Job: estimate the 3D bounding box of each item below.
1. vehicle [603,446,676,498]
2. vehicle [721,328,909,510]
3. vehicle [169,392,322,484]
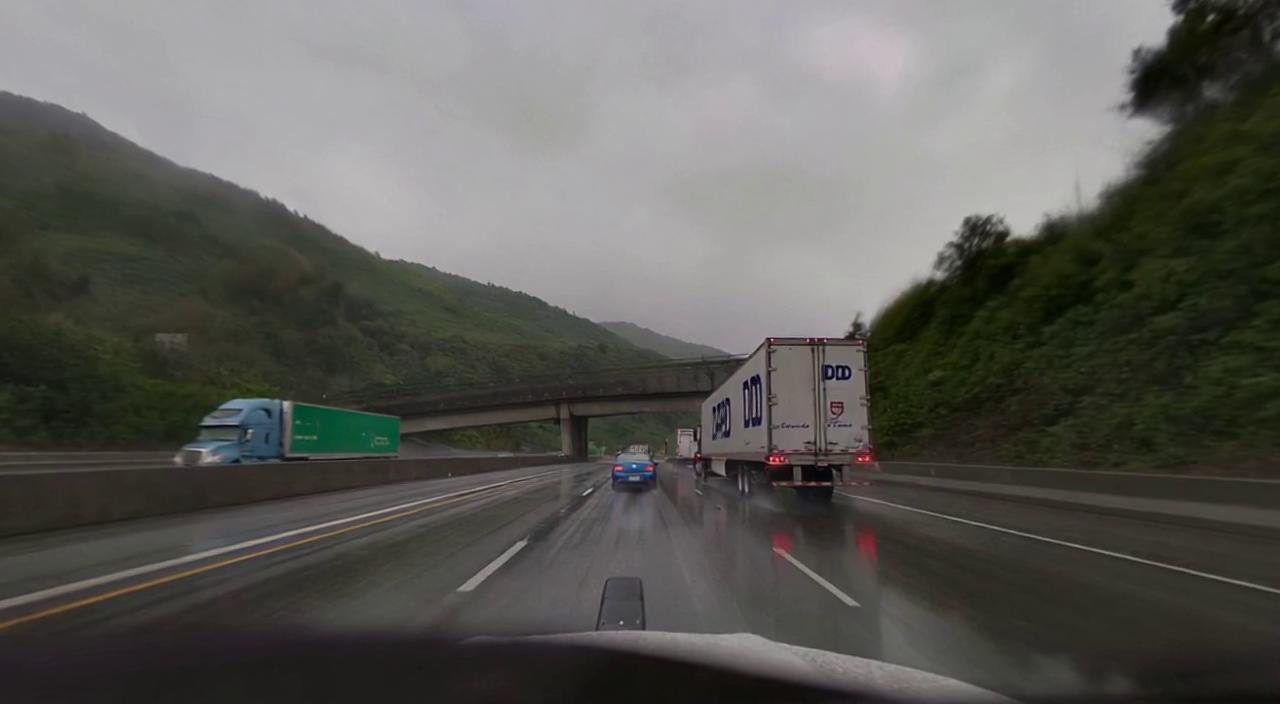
[{"bbox_3d":[-0.038,3.655,19.574,2.029,1.437,3.794,0,-9,0],"label":"vehicle"},{"bbox_3d":[4.311,2.066,17.904,2.802,3.956,8.291,0,-9,-1],"label":"vehicle"},{"bbox_3d":[-19.036,4.297,31.114,3.018,4.002,6.597,0,-9,1],"label":"vehicle"}]
